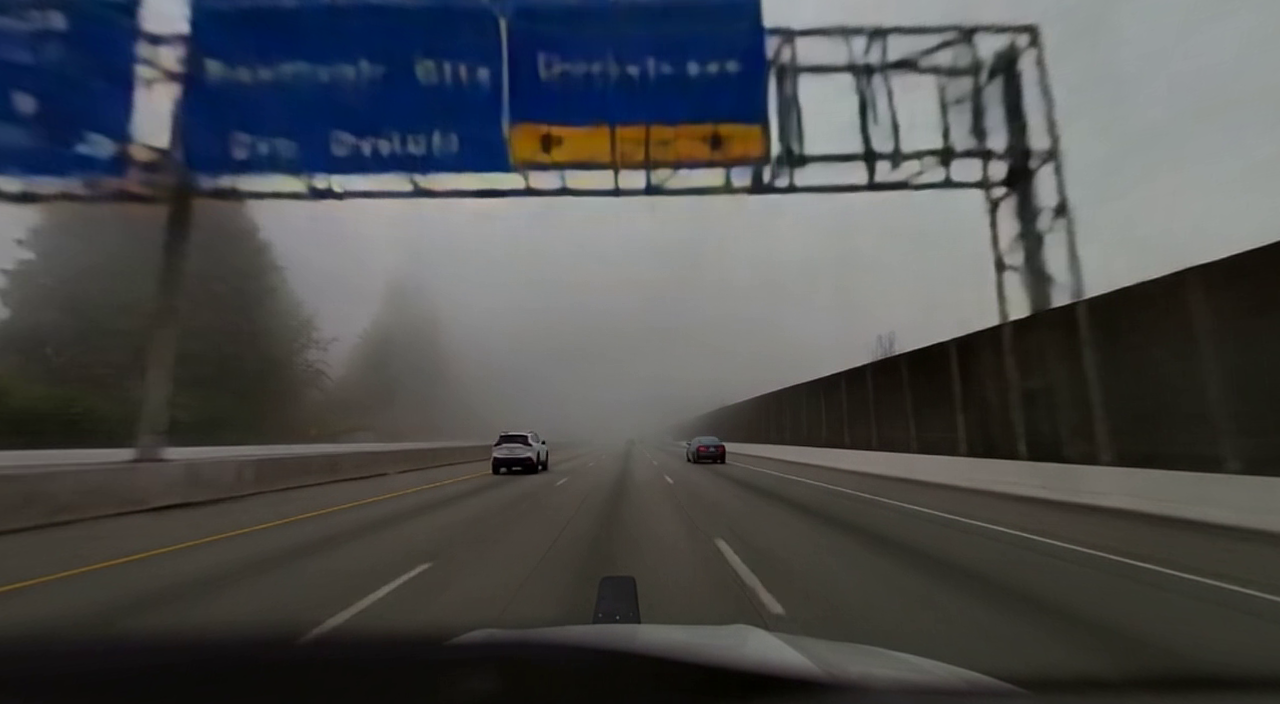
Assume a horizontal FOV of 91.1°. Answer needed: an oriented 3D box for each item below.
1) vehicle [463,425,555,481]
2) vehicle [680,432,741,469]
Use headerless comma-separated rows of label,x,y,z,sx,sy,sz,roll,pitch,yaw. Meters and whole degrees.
vehicle,-4.241,3.337,21.128,2.219,1.660,4.153,0,-8,0
vehicle,3.090,4.402,28.501,2.077,1.523,4.539,0,-8,-2
